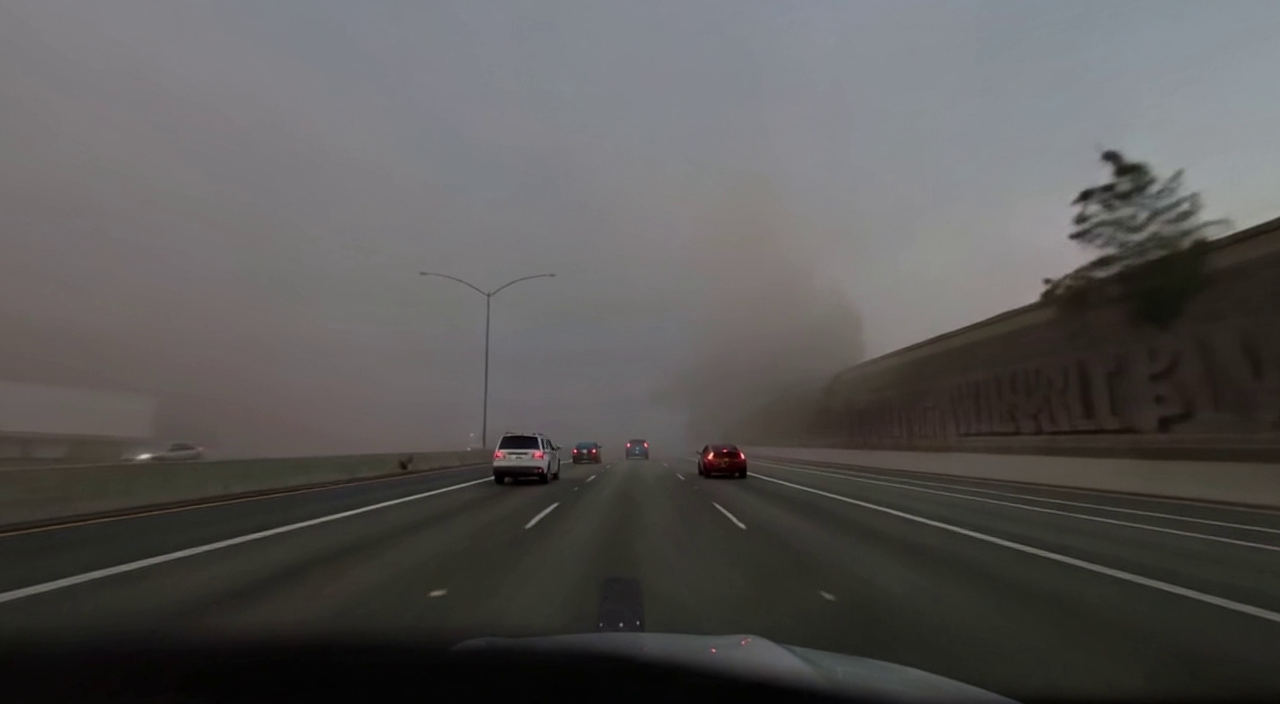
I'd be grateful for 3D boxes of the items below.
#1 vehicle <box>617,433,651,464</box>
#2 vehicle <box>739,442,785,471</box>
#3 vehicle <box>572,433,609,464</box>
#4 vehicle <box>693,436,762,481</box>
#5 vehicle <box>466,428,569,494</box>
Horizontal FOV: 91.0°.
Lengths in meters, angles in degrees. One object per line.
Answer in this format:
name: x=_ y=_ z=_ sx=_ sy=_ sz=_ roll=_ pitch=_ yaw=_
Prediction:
vehicle: x=-0.415 y=7.371 z=48.392 sx=2.485 sy=2.215 sz=5.199 roll=0 pitch=-8 yaw=1
vehicle: x=7.656 y=6.568 z=39.805 sx=2.033 sy=1.680 sz=4.505 roll=0 pitch=-8 yaw=0
vehicle: x=-3.686 y=7.265 z=47.496 sx=2.378 sy=2.214 sz=4.352 roll=0 pitch=-8 yaw=0
vehicle: x=3.590 y=4.479 z=26.769 sx=2.224 sy=1.752 sz=4.487 roll=0 pitch=-8 yaw=-1
vehicle: x=-3.719 y=3.430 z=20.284 sx=2.184 sy=1.819 sz=5.441 roll=0 pitch=-8 yaw=0
